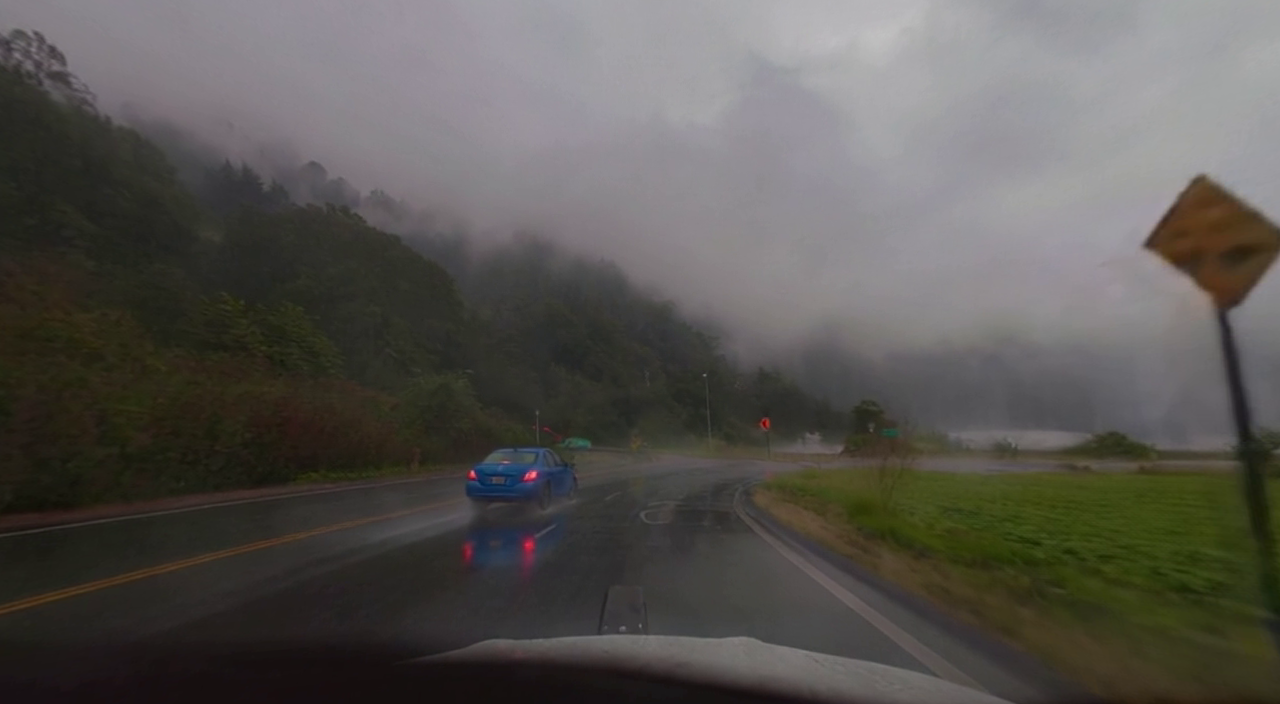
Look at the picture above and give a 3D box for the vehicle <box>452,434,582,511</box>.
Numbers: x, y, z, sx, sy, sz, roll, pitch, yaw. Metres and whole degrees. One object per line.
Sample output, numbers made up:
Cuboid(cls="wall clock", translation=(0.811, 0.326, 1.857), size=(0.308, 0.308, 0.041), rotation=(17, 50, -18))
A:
Cuboid(cls="vehicle", translation=(-2.784, 2.866, 15.307), size=(2.078, 1.607, 3.959), rotation=(-1, -9, 4))
